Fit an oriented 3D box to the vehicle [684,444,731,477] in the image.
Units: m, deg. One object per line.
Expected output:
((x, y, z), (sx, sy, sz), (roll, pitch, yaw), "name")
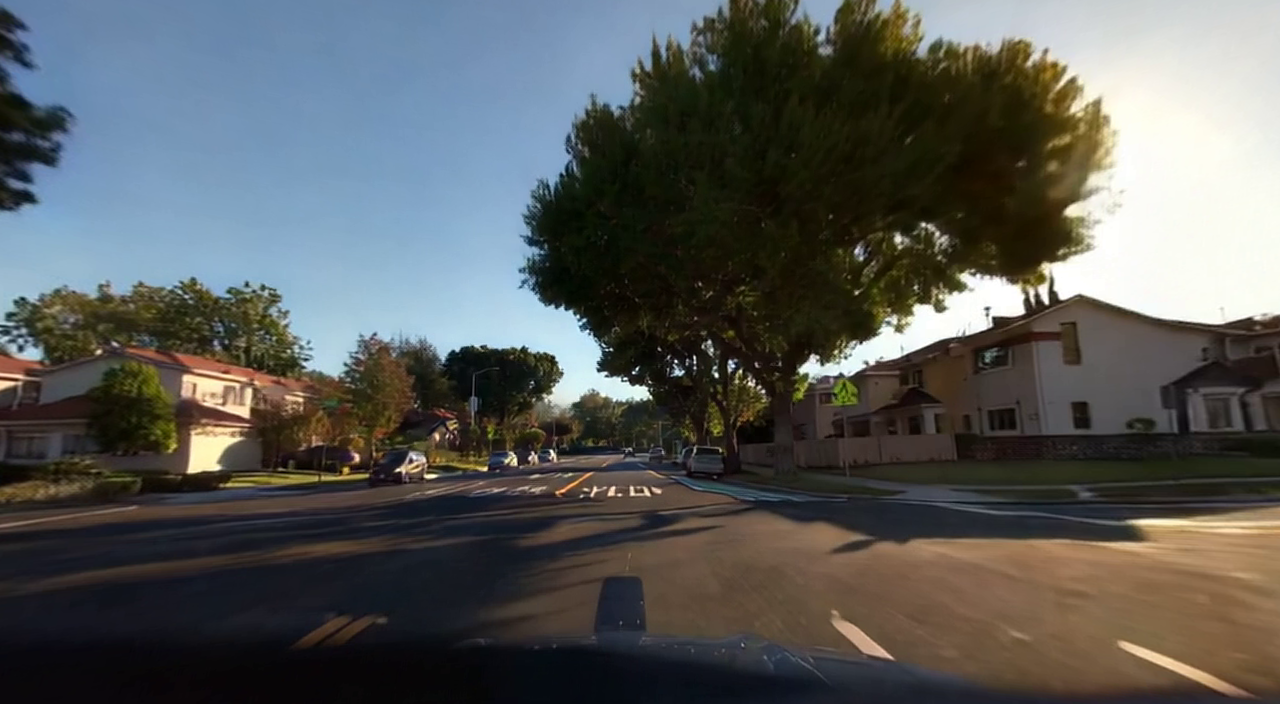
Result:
((3.789, 6.192, 36.309), (2.027, 1.751, 4.433), (0, -9, -2), "vehicle")

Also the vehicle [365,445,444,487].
((-12.184, 5.917, 33.176), (2.199, 1.988, 5.454), (0, -9, -2), "vehicle")

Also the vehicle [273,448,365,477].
((-19.453, 6.690, 38.416), (4.450, 1.677, 2.027), (0, -9, -3), "vehicle")
